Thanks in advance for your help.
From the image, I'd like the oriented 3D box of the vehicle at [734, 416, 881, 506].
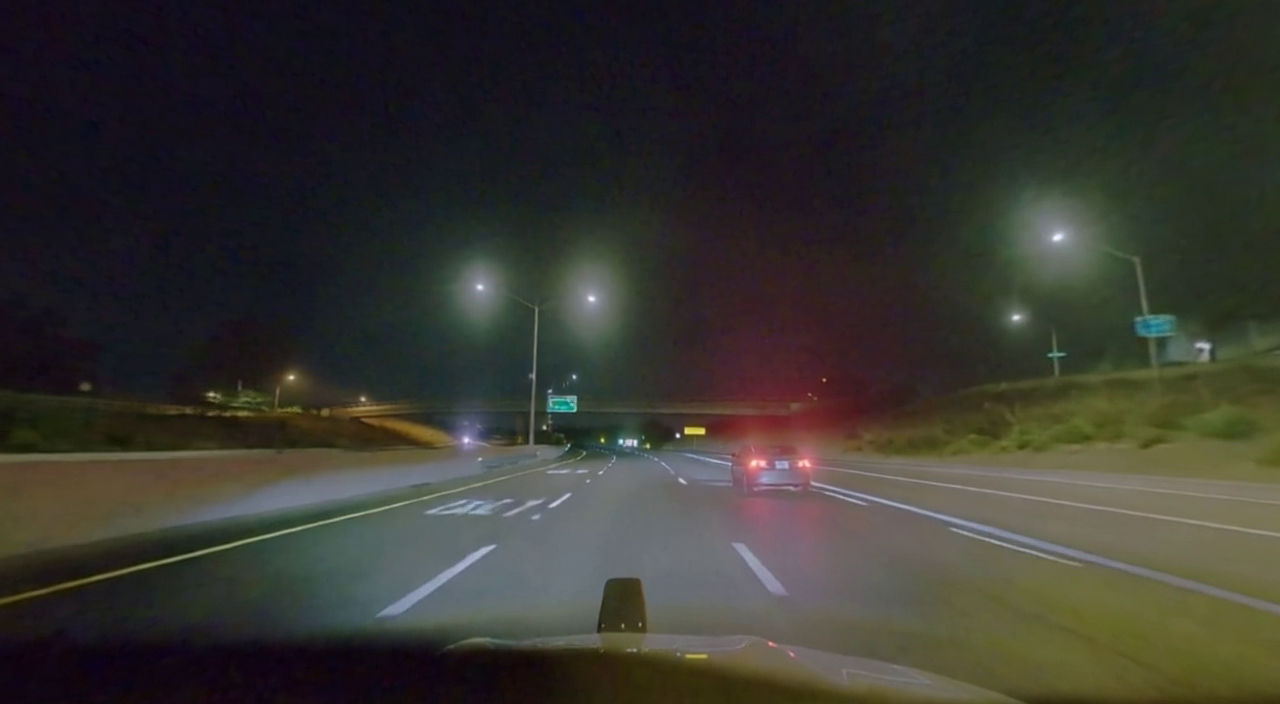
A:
[{"bbox_3d":[3.557,2.434,14.500,2.039,1.701,4.834,0,-8,0],"label":"vehicle"}]
